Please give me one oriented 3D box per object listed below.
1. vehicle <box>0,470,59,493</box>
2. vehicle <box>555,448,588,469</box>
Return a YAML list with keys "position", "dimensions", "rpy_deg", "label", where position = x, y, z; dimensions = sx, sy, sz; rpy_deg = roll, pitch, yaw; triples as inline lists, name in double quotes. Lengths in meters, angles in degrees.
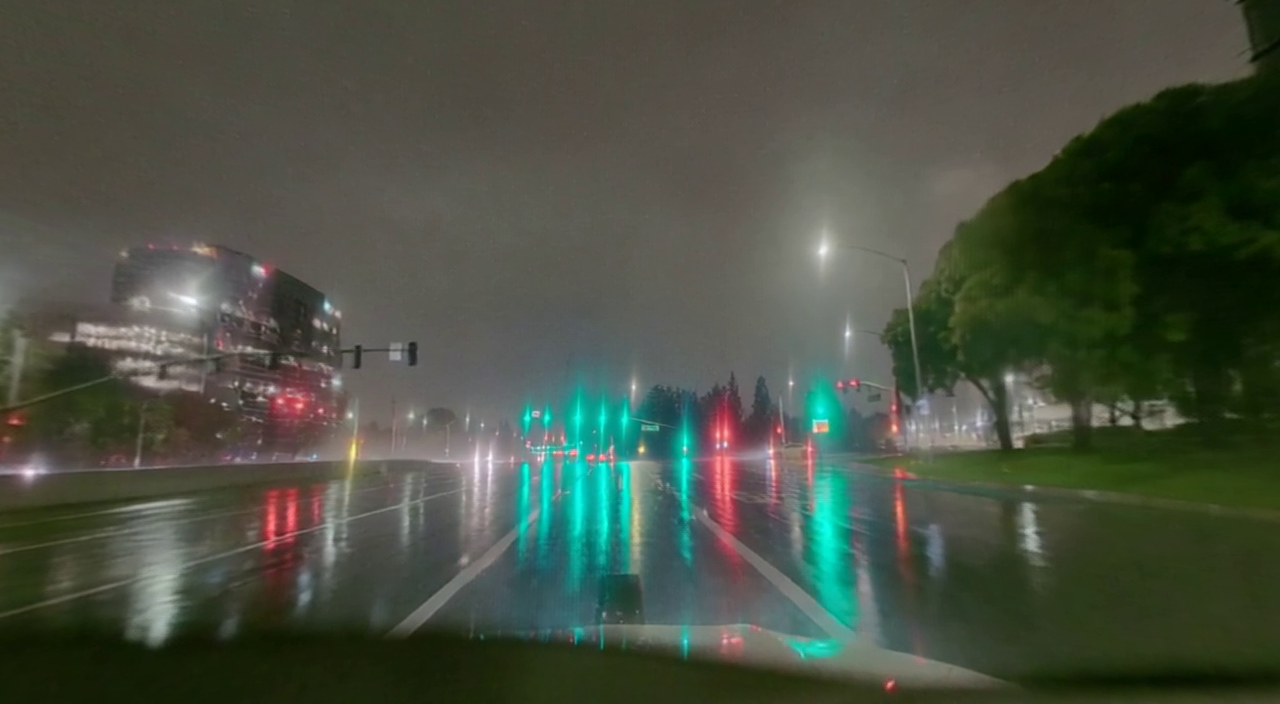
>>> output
- position: [-48.601, 10.051, 49.078]
  dimensions: [4.801, 1.625, 2.063]
  rpy_deg: [0, -8, -1]
  label: "vehicle"
- position: [-5.018, 7.912, 46.974]
  dimensions: [2.073, 1.445, 4.151]
  rpy_deg: [0, -8, -2]
  label: "vehicle"
